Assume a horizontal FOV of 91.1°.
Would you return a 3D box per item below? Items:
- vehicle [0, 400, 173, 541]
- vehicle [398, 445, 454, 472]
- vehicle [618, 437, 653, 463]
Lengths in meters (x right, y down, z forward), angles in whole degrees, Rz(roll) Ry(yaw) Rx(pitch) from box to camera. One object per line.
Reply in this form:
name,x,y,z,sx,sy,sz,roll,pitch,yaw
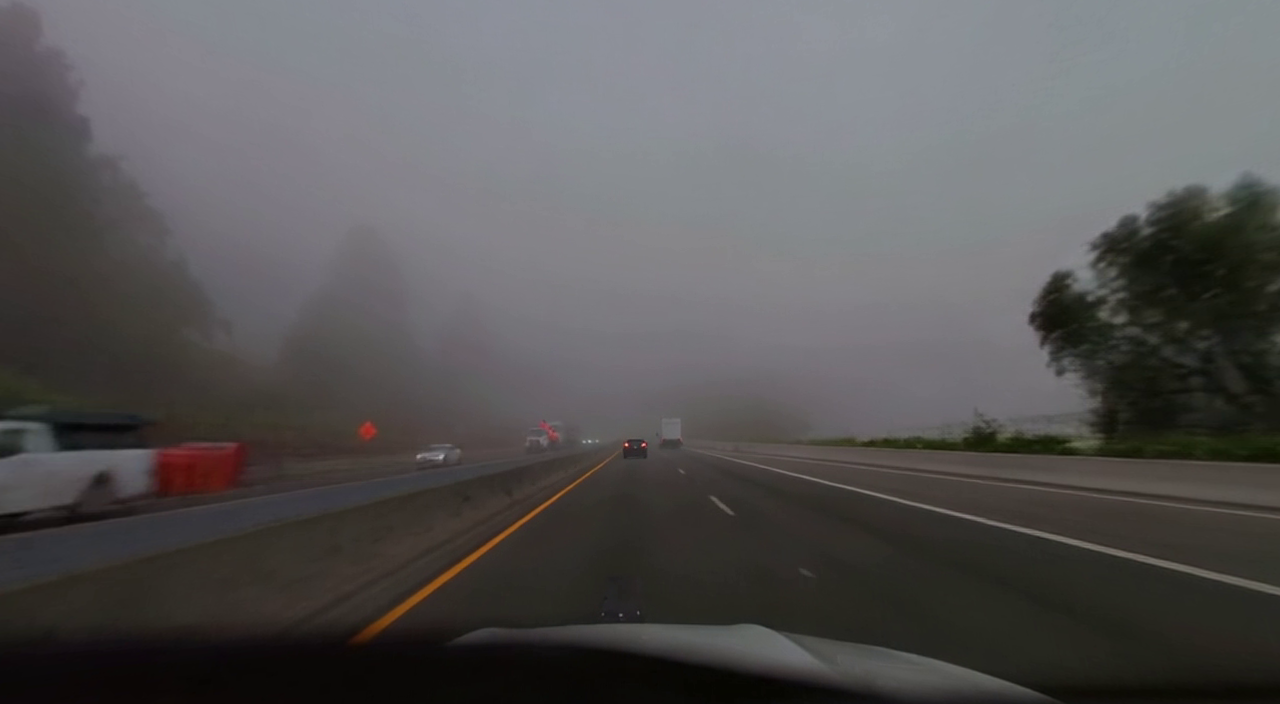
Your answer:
vehicle,-12.772,2.306,12.385,2.354,2.530,6.137,-1,-8,0
vehicle,-12.879,6.407,38.042,1.877,1.490,4.134,-1,-8,1
vehicle,-0.301,5.970,38.500,2.004,1.472,4.075,0,-8,-2
